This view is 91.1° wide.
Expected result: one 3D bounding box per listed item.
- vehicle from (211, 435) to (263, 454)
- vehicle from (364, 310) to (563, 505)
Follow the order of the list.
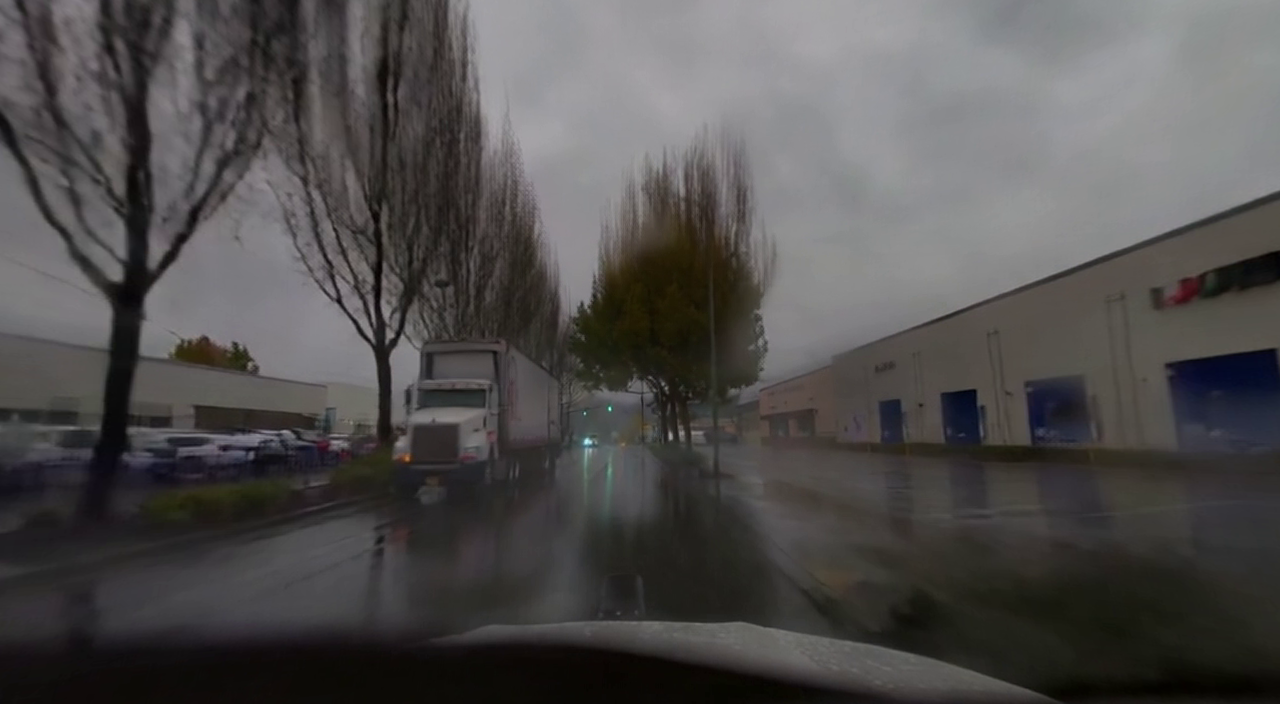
[{"bbox_3d":[-30.907,7.102,48.294,1.617,1.432,3.486,-1,-8,1],"label":"vehicle"},{"bbox_3d":[-5.188,2.261,22.883,2.976,4.754,15.127,0,-7,0],"label":"vehicle"}]
